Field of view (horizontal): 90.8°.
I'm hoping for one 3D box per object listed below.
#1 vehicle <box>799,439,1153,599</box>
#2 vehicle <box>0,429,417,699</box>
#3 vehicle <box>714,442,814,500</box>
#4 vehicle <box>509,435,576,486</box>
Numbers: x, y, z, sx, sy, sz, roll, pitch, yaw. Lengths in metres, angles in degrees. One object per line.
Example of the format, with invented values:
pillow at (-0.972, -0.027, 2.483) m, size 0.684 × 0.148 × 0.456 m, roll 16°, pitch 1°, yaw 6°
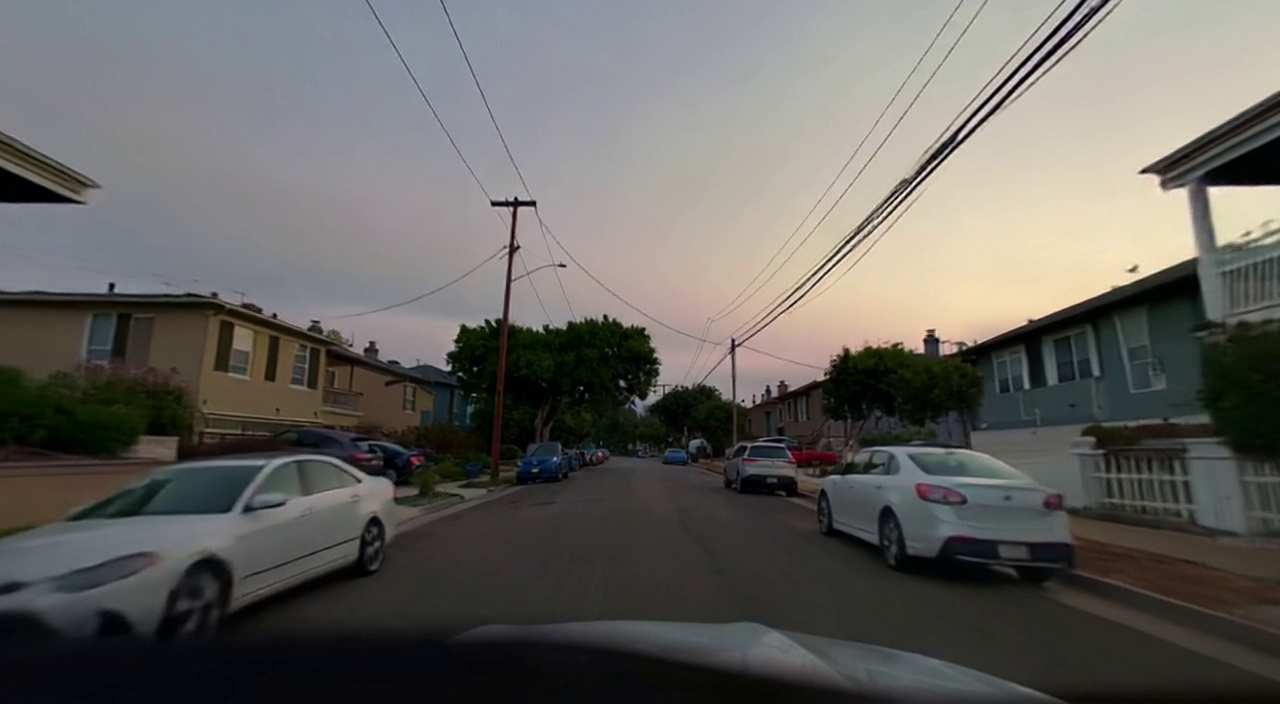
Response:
vehicle at (3.729, 1.906, 8.274) m, size 1.862 × 1.452 × 4.737 m, roll 0°, pitch -9°, yaw -3°
vehicle at (-3.792, 1.507, 5.780) m, size 1.971 × 1.460 × 4.523 m, roll 0°, pitch -9°, yaw -2°
vehicle at (3.590, 3.542, 19.208) m, size 2.019 × 1.536 × 4.405 m, roll 0°, pitch -9°, yaw -1°
vehicle at (-3.956, 4.503, 26.533) m, size 2.057 × 1.887 × 5.053 m, roll 0°, pitch -9°, yaw 0°
